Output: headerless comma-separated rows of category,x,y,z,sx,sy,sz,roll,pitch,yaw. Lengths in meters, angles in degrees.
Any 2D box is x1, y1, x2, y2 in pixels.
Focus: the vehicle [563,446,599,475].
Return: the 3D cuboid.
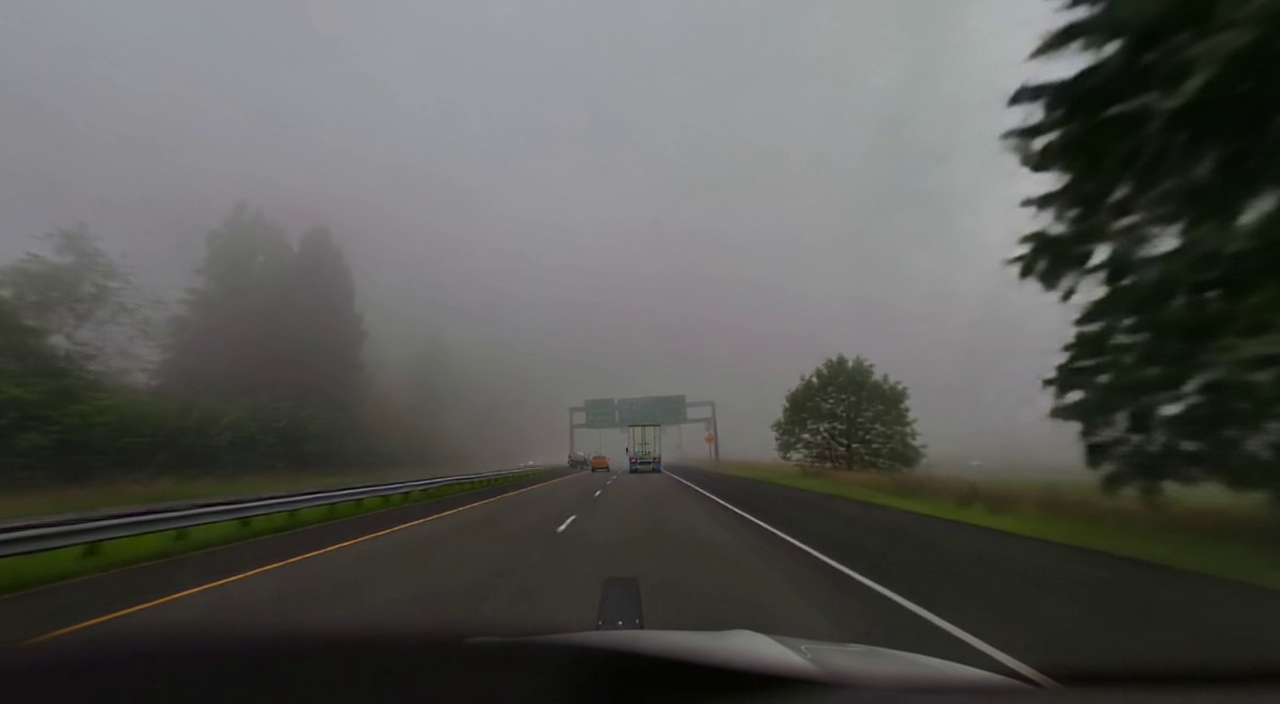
vehicle,-4.278,7.945,46.156,2.168,1.980,4.622,0,-9,0
